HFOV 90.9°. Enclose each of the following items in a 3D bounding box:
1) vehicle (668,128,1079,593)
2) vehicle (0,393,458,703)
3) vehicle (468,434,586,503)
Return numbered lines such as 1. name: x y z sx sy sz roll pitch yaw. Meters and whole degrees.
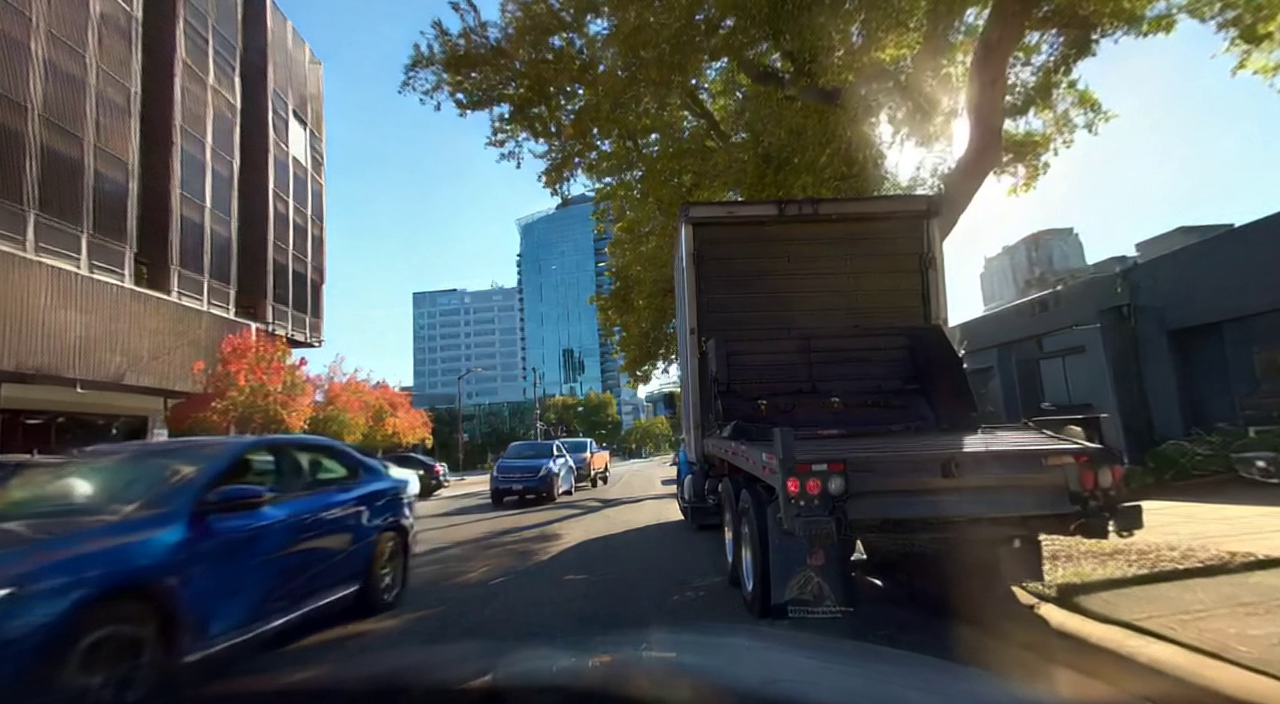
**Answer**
1. vehicle: 2.506 0.821 11.265 3.320 4.034 11.553 -1 -8 6
2. vehicle: -3.161 1.250 4.493 2.183 1.563 4.257 -1 -8 4
3. vehicle: -2.935 3.158 17.590 2.311 1.631 4.510 0 -8 2
